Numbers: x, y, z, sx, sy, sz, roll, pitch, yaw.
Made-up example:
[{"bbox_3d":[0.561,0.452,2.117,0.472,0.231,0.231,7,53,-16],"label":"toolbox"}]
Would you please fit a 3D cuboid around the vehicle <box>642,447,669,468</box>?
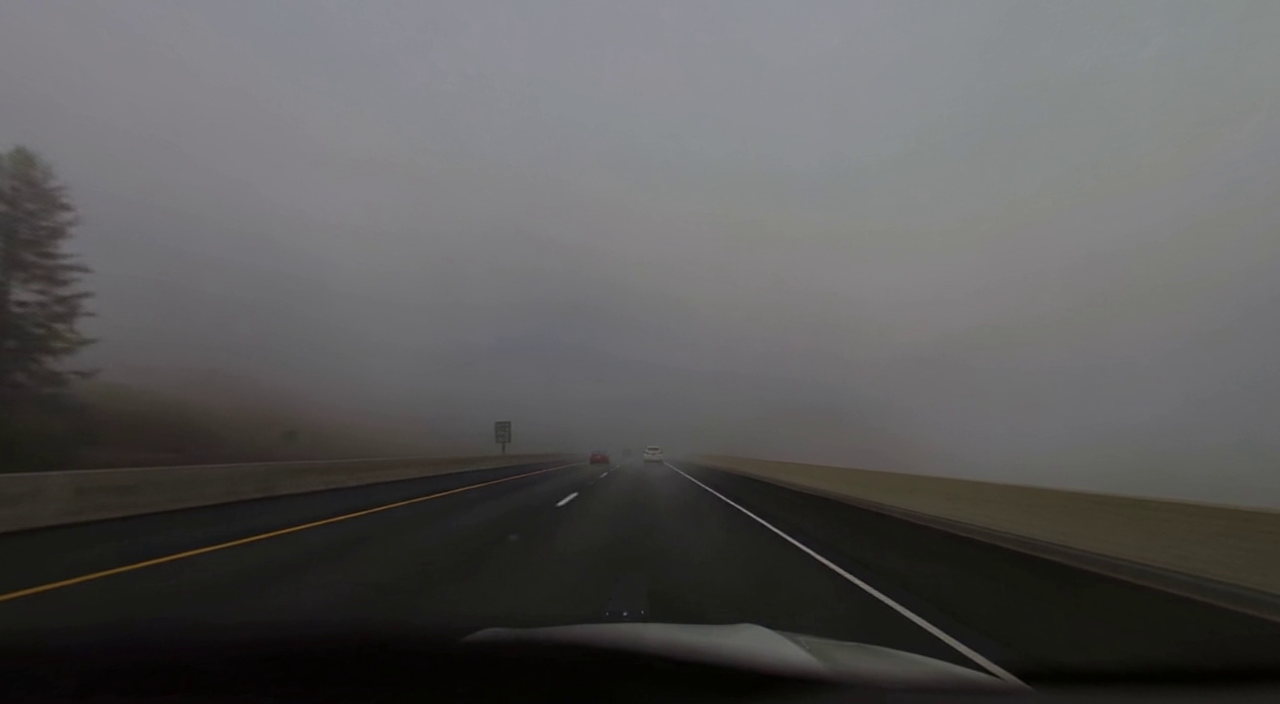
[{"bbox_3d":[1.165,7.866,47.248,1.934,1.488,3.832,0,-9,0],"label":"vehicle"}]
